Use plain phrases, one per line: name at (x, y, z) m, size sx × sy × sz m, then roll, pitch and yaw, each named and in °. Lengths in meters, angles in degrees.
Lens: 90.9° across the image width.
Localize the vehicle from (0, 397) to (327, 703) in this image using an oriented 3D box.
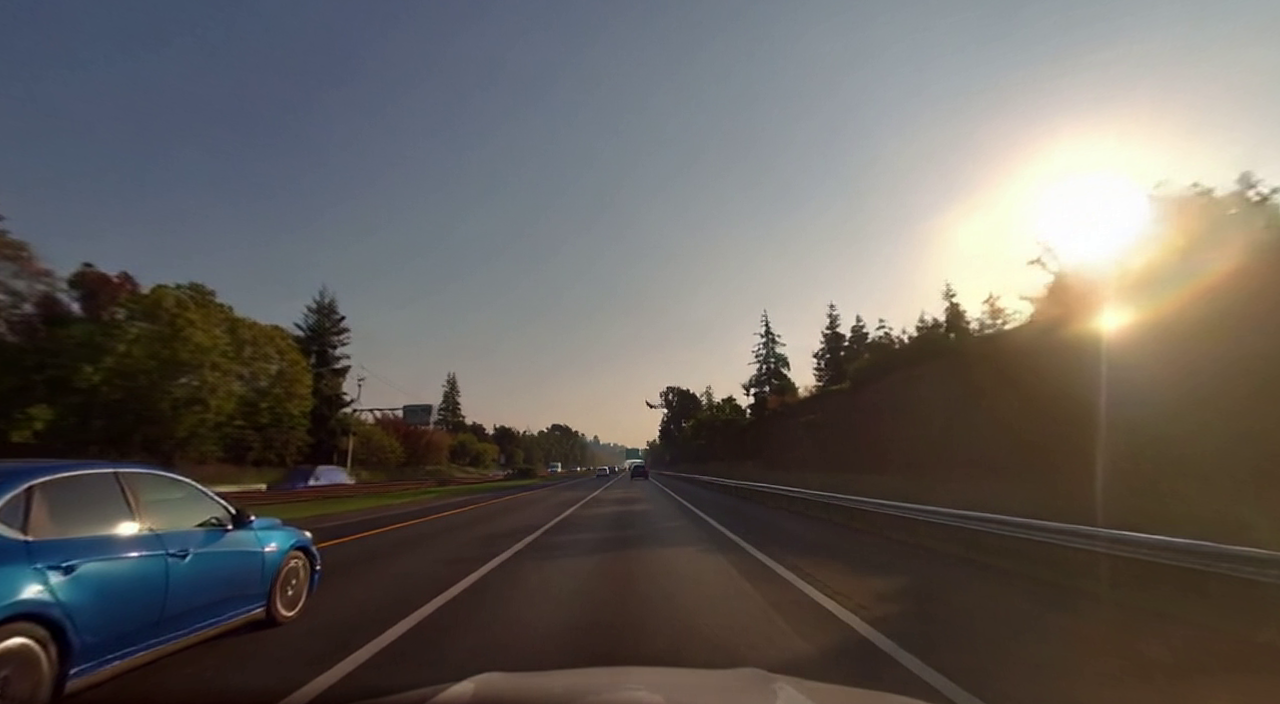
vehicle at (-3.551, 1.025, 2.997) m, size 2.017 × 1.516 × 4.041 m, roll 1°, pitch -11°, yaw 0°
